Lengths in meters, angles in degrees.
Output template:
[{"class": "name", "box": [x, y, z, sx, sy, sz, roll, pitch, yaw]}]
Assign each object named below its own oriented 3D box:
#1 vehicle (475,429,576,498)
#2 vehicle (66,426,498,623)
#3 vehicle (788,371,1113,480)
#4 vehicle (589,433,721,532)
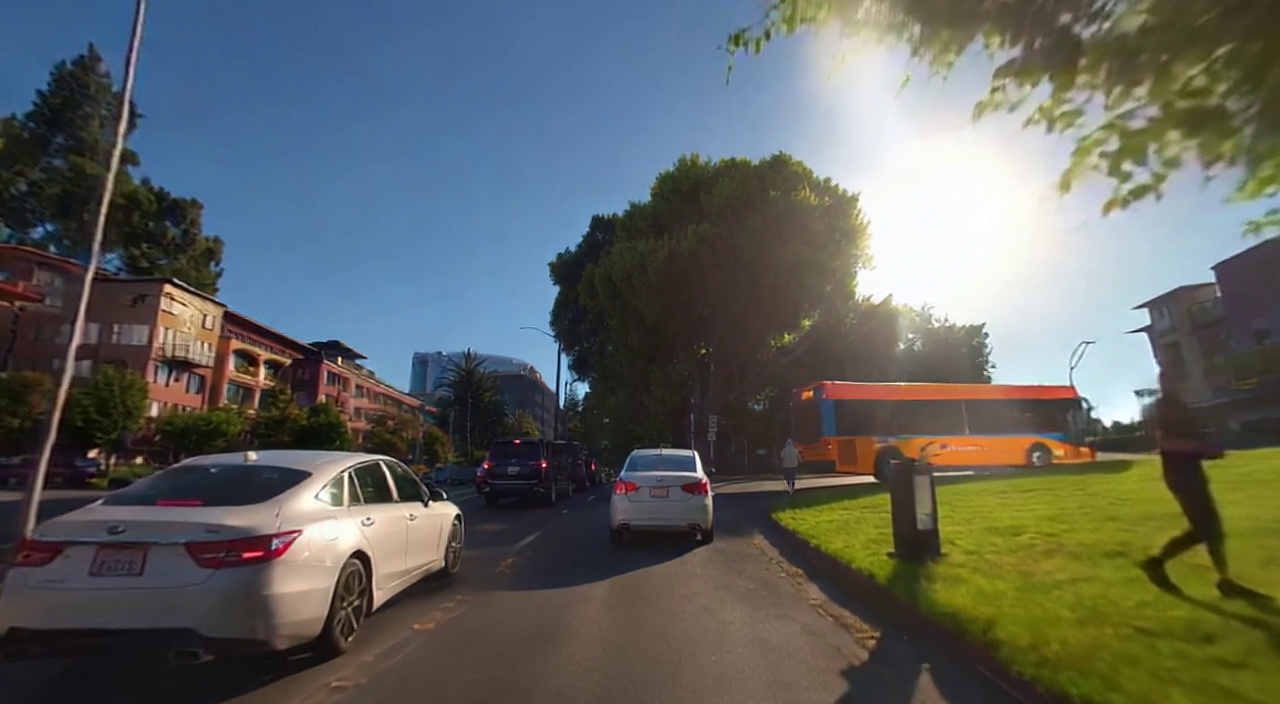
[{"class": "vehicle", "box": [-3.178, 3.217, 18.526, 2.017, 1.761, 4.572, 0, -9, 1]}, {"class": "vehicle", "box": [-3.312, 1.664, 7.178, 1.953, 1.480, 4.522, -1, -9, 5]}, {"class": "vehicle", "box": [10.441, 2.548, 21.564, 9.977, 3.303, 2.948, 1, -9, -10]}, {"class": "vehicle", "box": [0.406, 2.298, 11.663, 2.020, 1.478, 3.922, -1, -9, 5]}]
